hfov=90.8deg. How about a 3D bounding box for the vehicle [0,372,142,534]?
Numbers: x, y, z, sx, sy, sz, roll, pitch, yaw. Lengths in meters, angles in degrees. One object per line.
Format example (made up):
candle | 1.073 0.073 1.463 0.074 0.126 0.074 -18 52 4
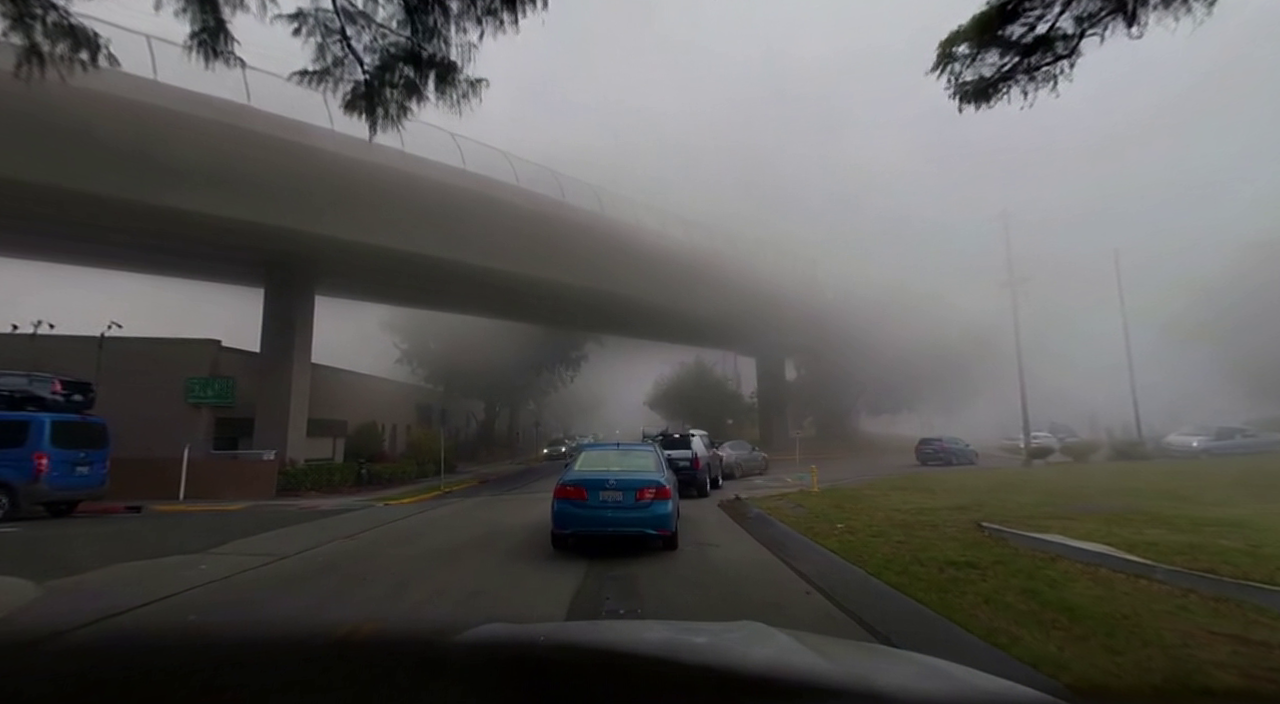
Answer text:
vehicle | -13.512 1.920 12.228 5.356 2.762 2.644 0 -8 1

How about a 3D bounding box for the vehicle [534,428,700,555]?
vehicle | -0.213 2.106 10.329 2.087 1.578 4.652 0 -8 2

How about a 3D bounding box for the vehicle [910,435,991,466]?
vehicle | 19.242 6.095 39.188 4.425 1.828 2.032 4 -9 -24

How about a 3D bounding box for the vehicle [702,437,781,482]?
vehicle | 4.456 4.591 27.328 1.995 1.762 4.310 -5 -10 28
